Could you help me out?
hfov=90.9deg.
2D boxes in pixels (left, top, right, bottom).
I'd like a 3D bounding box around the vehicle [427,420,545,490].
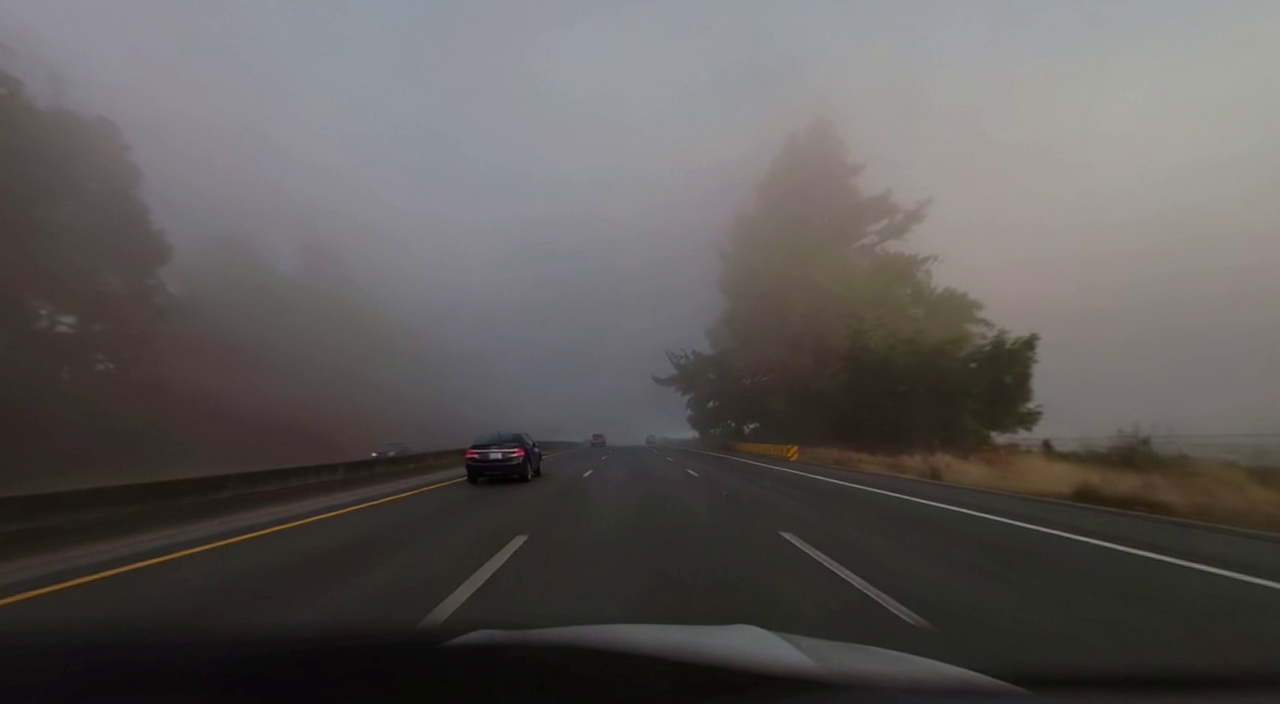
[{"bbox_3d":[-4.081,2.805,17.612,2.185,1.677,4.390,0,-8,0],"label":"vehicle"}]
